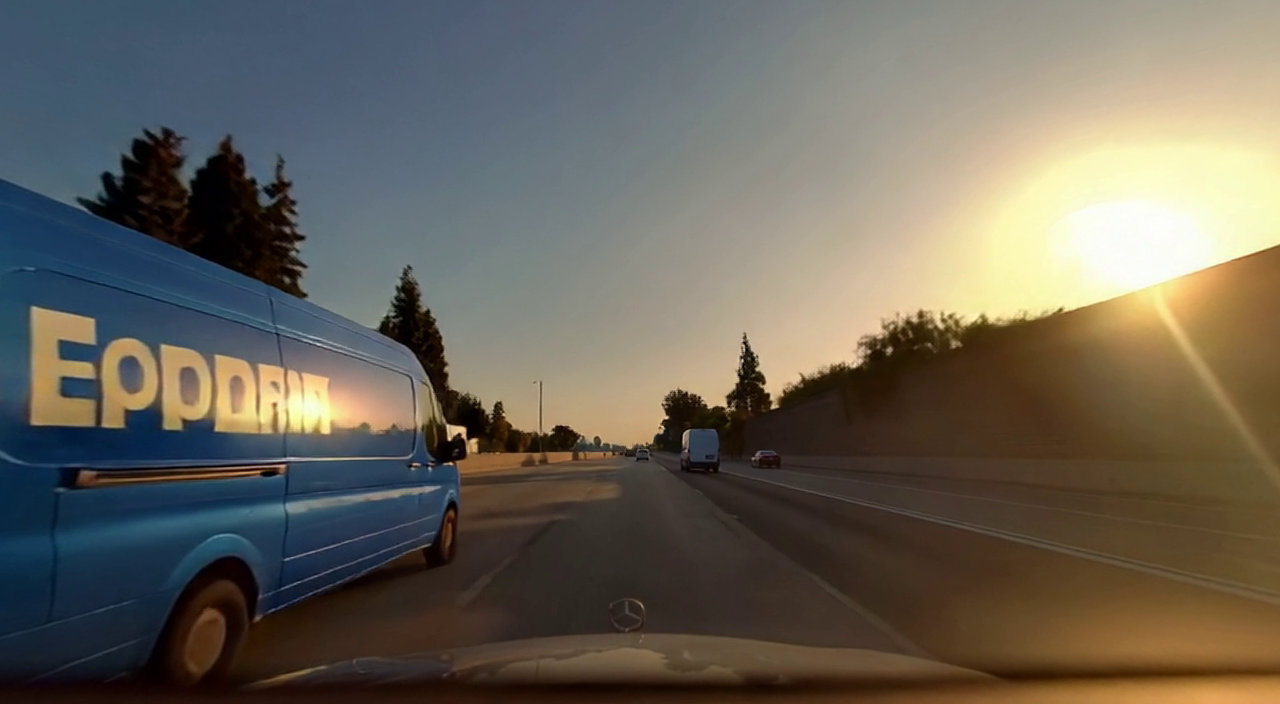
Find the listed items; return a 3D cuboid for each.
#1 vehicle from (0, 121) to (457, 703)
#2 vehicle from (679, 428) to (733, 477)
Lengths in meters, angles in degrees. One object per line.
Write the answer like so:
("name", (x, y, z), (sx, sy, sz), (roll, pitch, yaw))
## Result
("vehicle", (-3.505, 0.801, 4.550), (2.409, 2.523, 6.275), (0, -9, 0))
("vehicle", (3.674, 5.786, 36.364), (2.373, 2.561, 5.922), (0, -9, -1))
